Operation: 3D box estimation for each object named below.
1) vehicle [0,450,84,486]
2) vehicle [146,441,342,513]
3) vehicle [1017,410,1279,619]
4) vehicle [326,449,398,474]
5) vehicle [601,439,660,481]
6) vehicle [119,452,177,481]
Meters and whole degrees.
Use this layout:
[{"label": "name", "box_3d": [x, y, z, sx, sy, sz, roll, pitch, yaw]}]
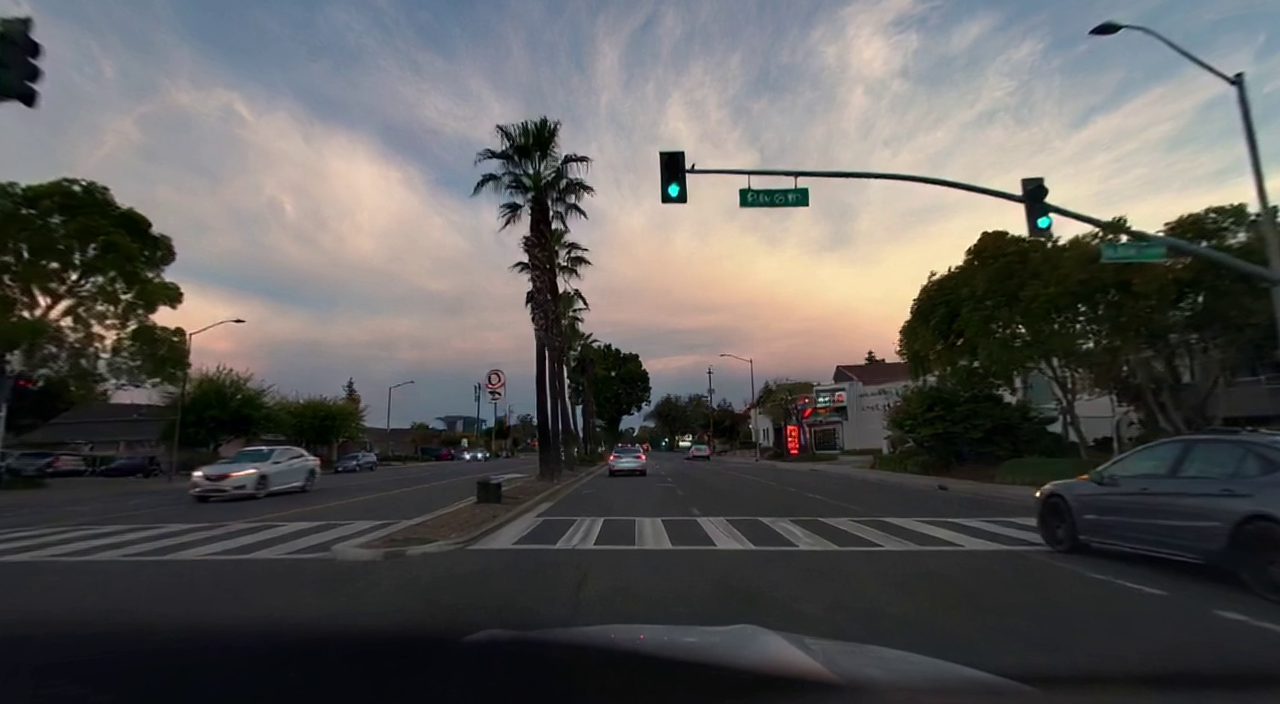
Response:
[{"label": "vehicle", "box_3d": [-32.039, 5.936, 32.674, 2.031, 1.736, 5.062, 0, -9, -1]}, {"label": "vehicle", "box_3d": [-8.921, 2.827, 14.781, 1.830, 1.431, 4.240, 0, -9, 0]}, {"label": "vehicle", "box_3d": [6.150, 1.442, 6.029, 2.244, 1.618, 4.585, 0, -9, 0]}, {"label": "vehicle", "box_3d": [-18.348, 7.214, 41.907, 1.968, 1.524, 4.390, -2, -9, 15]}, {"label": "vehicle", "box_3d": [-0.349, 4.181, 24.716, 2.106, 1.496, 3.964, 0, -9, 0]}, {"label": "vehicle", "box_3d": [-27.795, 6.455, 35.837, 2.033, 1.488, 4.497, 5, -10, -32]}]
